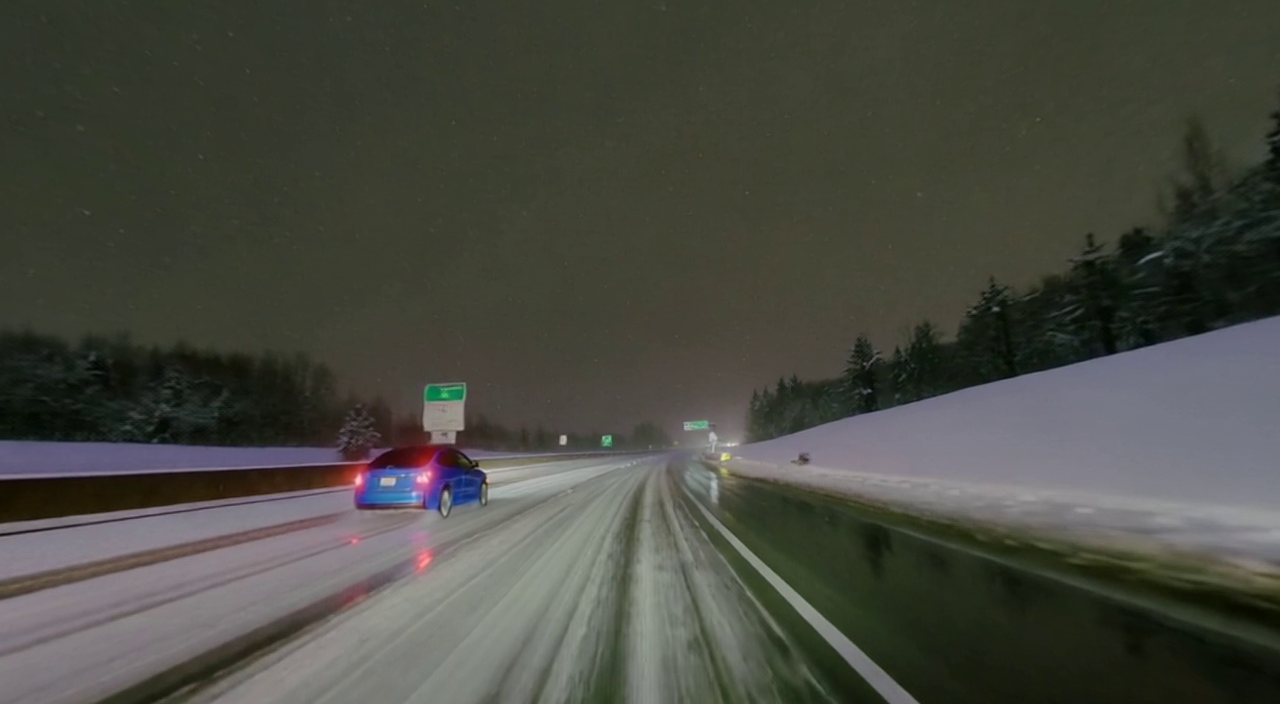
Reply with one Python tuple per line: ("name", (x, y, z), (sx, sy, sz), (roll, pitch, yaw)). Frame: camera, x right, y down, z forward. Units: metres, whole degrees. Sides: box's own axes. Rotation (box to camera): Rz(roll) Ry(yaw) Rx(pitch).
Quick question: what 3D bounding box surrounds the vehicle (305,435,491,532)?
("vehicle", (-4.277, 2.370, 11.904), (1.928, 1.504, 3.745), (0, -9, 1))
